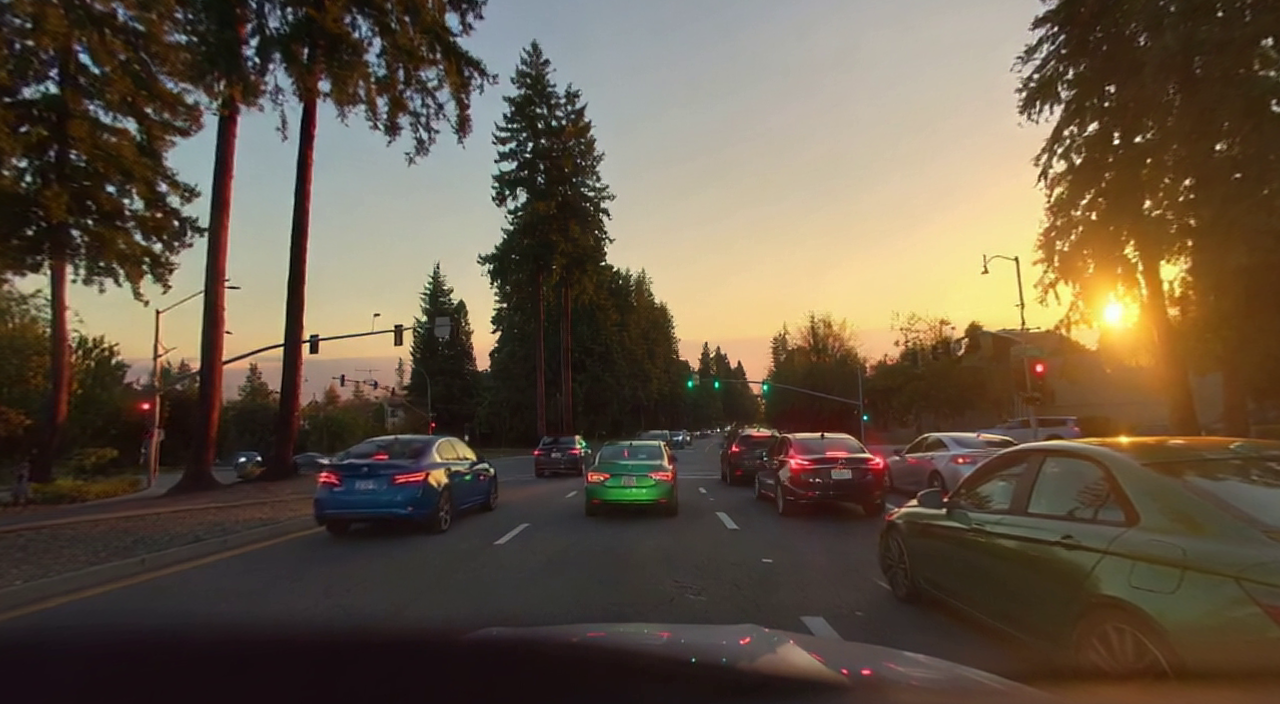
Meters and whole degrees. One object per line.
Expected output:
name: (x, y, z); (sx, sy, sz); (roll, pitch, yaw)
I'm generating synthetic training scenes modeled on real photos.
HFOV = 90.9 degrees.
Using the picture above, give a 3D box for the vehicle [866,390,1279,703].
vehicle: (3.135, 1.134, 3.894); (1.903, 1.480, 4.270); (0, -8, 0)

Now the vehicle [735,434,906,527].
vehicle: (3.181, 2.327, 12.162); (1.975, 1.460, 4.357); (0, -8, 0)

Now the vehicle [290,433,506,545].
vehicle: (-3.755, 2.185, 10.794); (1.935, 1.482, 4.433); (0, -8, 0)

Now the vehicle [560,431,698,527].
vehicle: (-0.180, 2.263, 11.776); (2.147, 1.479, 3.803); (0, -8, 0)

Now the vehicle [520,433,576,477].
vehicle: (-3.802, 4.341, 26.787); (1.961, 1.714, 4.268); (0, -8, -3)
